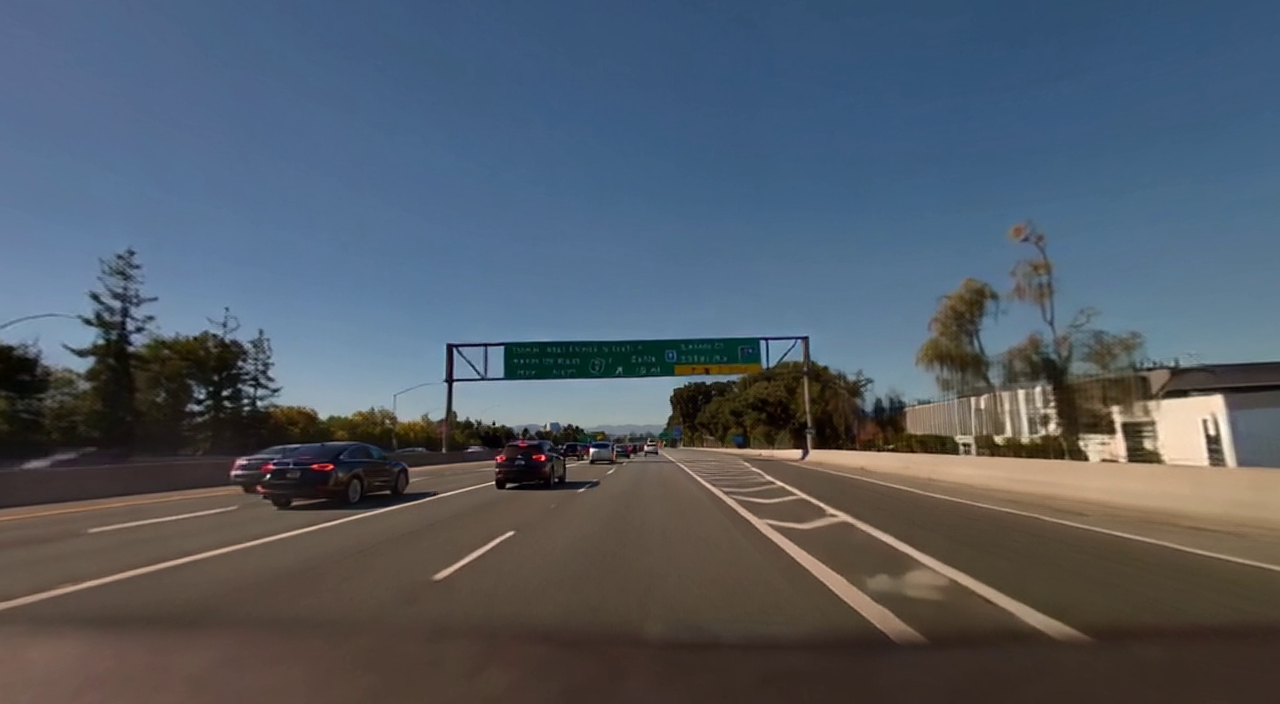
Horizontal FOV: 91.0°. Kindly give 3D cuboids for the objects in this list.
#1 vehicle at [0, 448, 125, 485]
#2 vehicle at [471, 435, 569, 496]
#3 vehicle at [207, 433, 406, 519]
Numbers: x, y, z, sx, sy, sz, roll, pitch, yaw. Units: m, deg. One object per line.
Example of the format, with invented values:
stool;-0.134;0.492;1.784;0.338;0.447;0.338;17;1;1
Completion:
vehicle;-26.849;5.275;29.388;1.861;1.565;4.332;-1;-9;1
vehicle;-3.702;3.600;20.394;2.158;1.717;4.375;-1;-9;2
vehicle;-7.466;2.811;14.794;2.071;1.661;4.540;-1;-9;2
